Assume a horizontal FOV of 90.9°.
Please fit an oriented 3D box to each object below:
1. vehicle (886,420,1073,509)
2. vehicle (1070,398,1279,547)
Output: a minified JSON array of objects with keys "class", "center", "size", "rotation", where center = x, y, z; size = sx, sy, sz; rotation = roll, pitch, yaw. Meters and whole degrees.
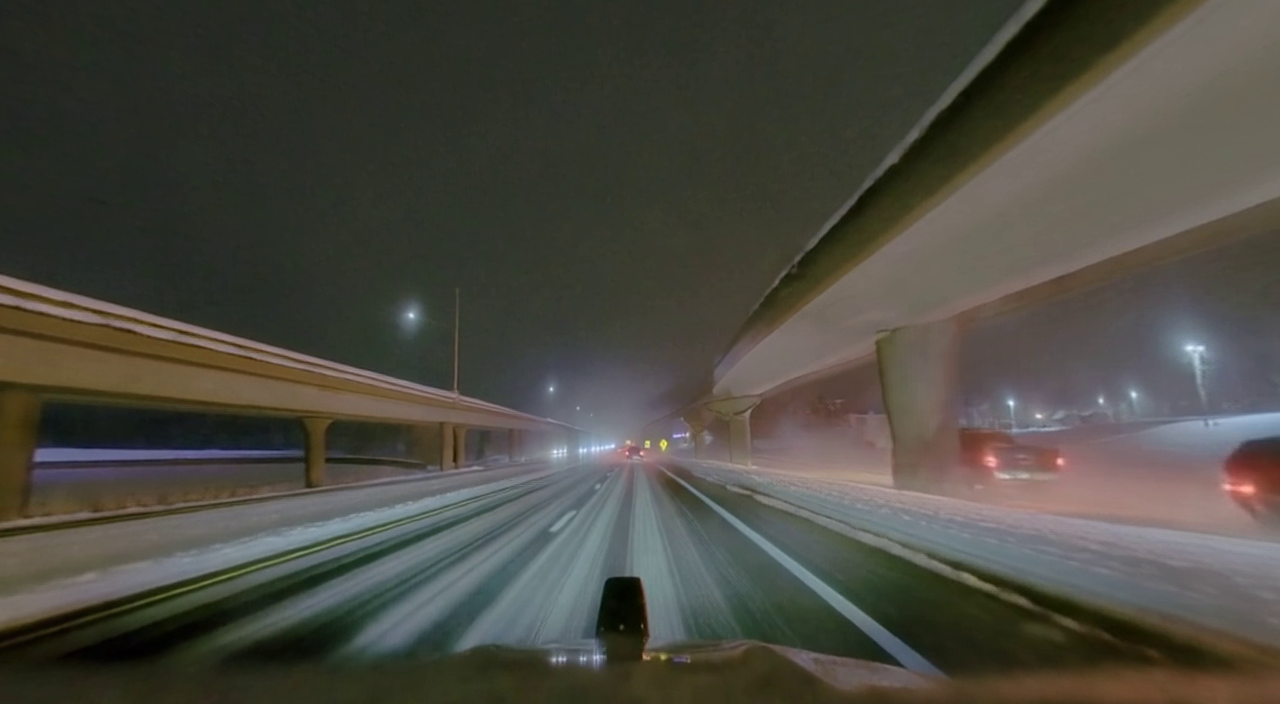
[{"class":"vehicle","center":[15.002,5.078,29.202],"size":[3.233,3.414,9.483],"rotation":[0,-9,-1]},{"class":"vehicle","center":[16.239,3.120,16.821],"size":[2.887,3.412,9.164],"rotation":[0,-9,-1]}]
